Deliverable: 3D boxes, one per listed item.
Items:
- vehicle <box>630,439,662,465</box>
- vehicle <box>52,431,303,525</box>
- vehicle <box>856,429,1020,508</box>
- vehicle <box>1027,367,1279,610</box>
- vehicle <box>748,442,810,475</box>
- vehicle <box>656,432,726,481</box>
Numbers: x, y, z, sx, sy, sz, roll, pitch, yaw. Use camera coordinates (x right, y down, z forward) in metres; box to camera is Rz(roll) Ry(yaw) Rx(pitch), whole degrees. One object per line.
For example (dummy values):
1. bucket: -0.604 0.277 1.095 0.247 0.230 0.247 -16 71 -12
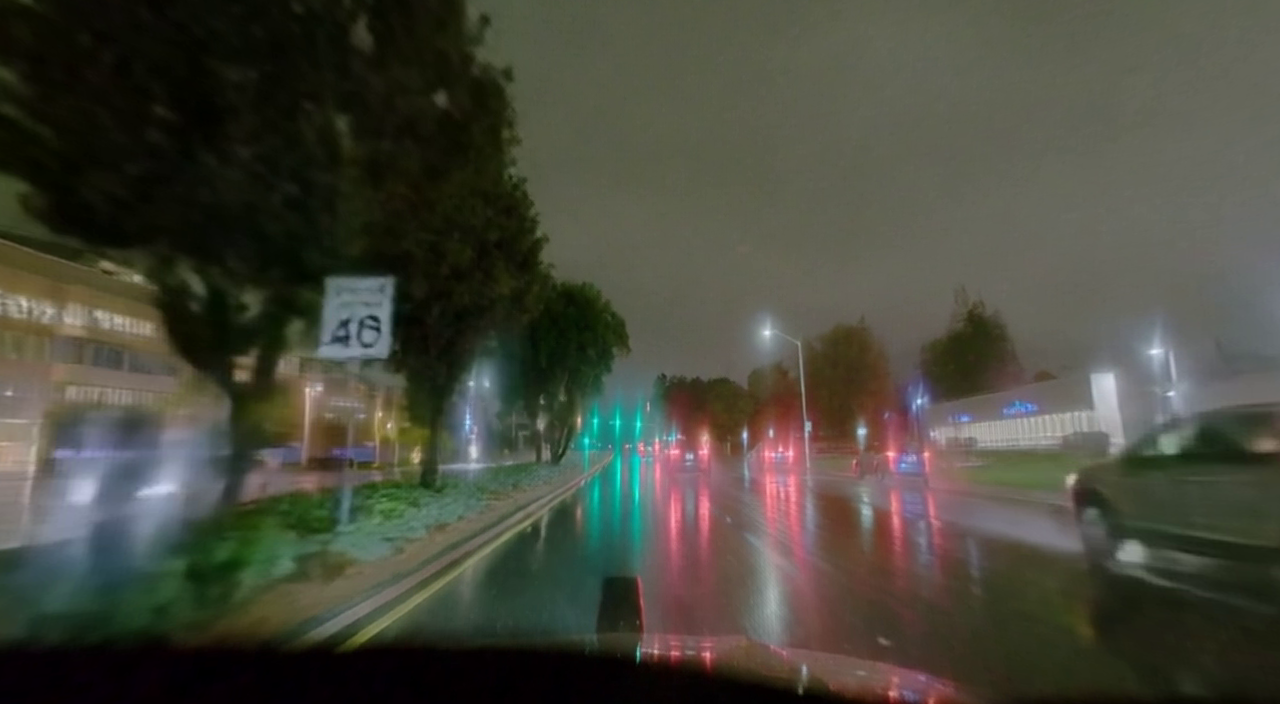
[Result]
1. vehicle: 0.429 6.976 44.065 2.132 1.693 3.819 0 -8 1
2. vehicle: -9.696 2.646 13.877 1.999 1.711 4.541 0 -8 1
3. vehicle: 7.253 2.866 15.955 2.025 1.719 4.161 0 -8 -1
4. vehicle: 6.772 1.403 6.831 2.382 2.108 4.182 1 -9 -2
5. vehicle: 6.905 5.318 31.853 2.029 1.548 4.422 0 -8 -1
6. vehicle: 1.931 4.180 25.502 2.227 1.794 4.457 0 -8 -3
